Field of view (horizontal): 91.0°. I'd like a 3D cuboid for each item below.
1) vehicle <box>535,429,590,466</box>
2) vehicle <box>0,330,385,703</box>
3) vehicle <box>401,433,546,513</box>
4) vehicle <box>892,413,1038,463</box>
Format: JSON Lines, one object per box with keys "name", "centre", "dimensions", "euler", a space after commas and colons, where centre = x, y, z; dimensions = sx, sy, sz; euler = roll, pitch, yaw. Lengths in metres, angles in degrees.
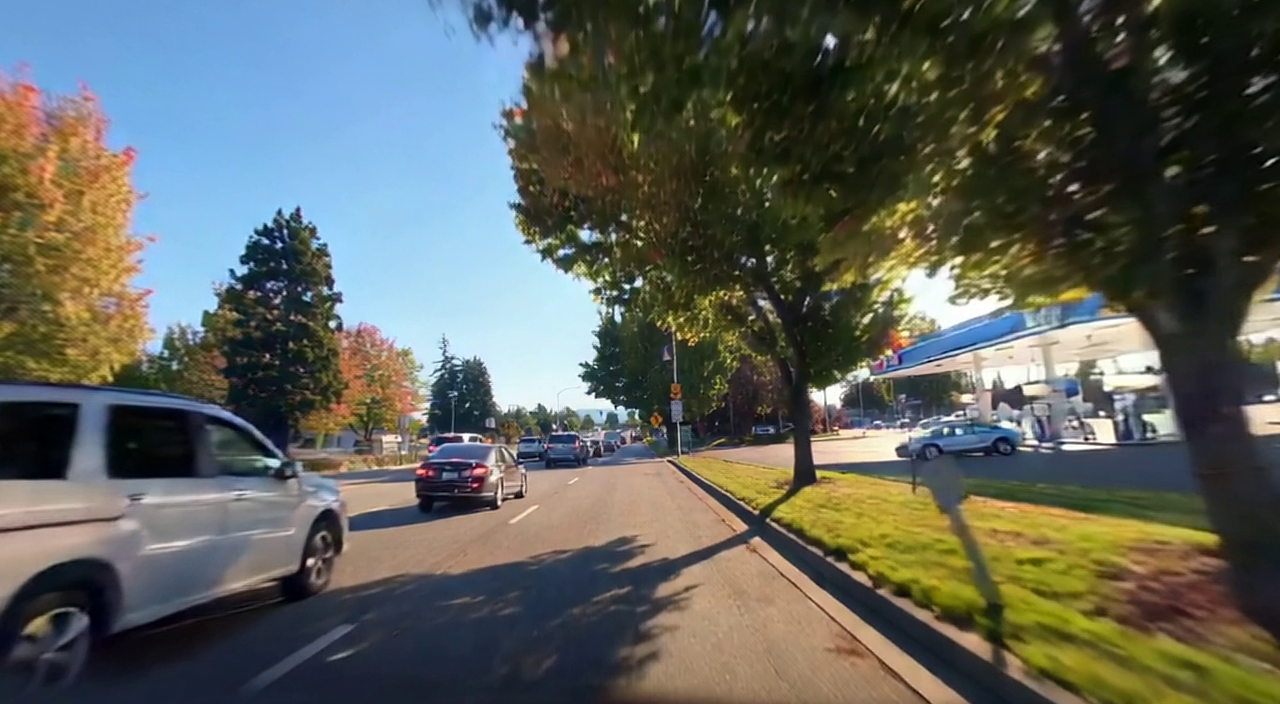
{"name": "vehicle", "centre": [-4.002, 5.038, 33.347], "dimensions": [2.306, 1.815, 4.476], "euler": [0, -8, 1]}
{"name": "vehicle", "centre": [-4.027, 1.100, 4.732], "dimensions": [2.071, 1.896, 4.782], "euler": [-1, -8, 2]}
{"name": "vehicle", "centre": [-3.434, 2.556, 13.898], "dimensions": [1.888, 1.452, 4.303], "euler": [-1, -8, 2]}
{"name": "vehicle", "centre": [12.174, 3.244, 23.827], "dimensions": [4.385, 1.439, 1.912], "euler": [-5, -7, 4]}
